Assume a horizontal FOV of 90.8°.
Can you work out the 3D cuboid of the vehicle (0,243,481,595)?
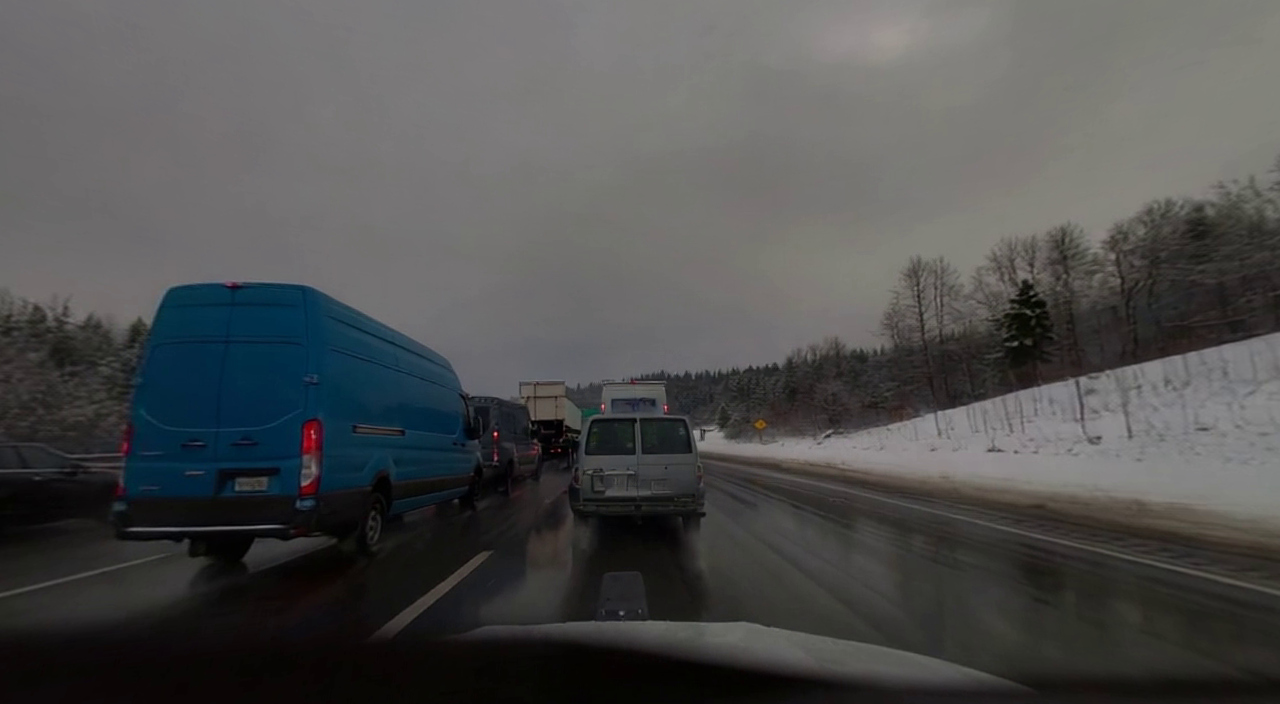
[{"bbox_3d":[-4.052,0.995,8.496,2.254,2.879,6.656,0,-9,-2],"label":"vehicle"}]

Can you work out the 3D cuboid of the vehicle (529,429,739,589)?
[{"bbox_3d":[-0.080,1.761,7.788,1.995,1.495,3.380,0,-9,-1],"label":"vehicle"}]
